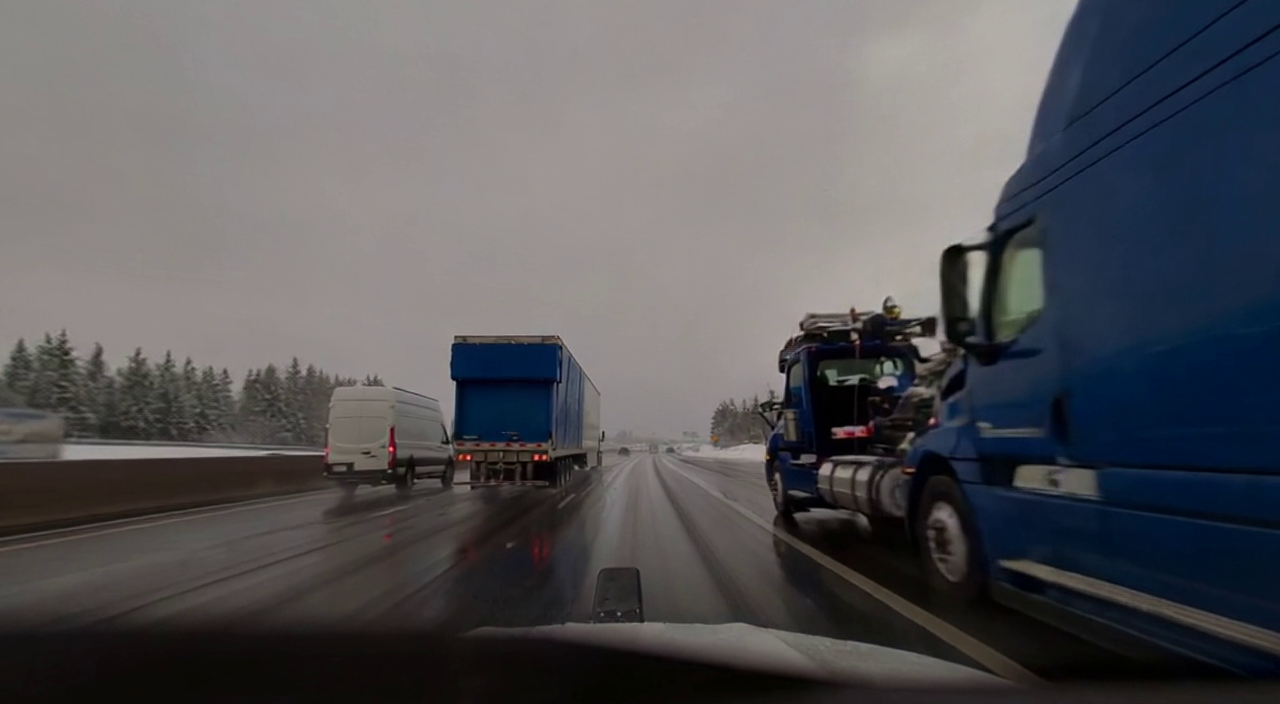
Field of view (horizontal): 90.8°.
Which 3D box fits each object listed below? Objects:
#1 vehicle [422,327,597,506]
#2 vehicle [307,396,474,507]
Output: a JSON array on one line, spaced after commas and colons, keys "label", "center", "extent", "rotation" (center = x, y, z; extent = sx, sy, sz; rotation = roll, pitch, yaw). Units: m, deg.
[{"label": "vehicle", "center": [-3.547, 2.721, 22.729], "extent": [2.939, 4.132, 16.303], "rotation": [0, -9, 0]}, {"label": "vehicle", "center": [-6.833, 2.846, 18.342], "extent": [2.385, 2.672, 6.049], "rotation": [0, -8, 0]}]
